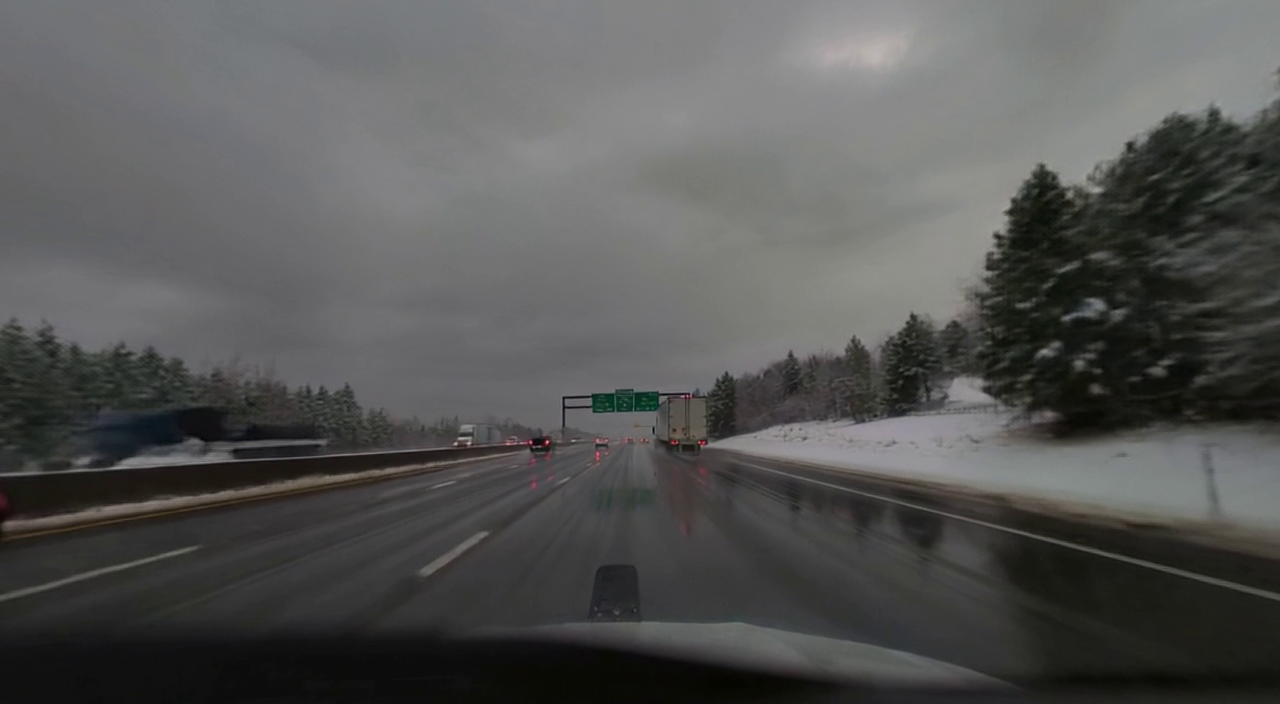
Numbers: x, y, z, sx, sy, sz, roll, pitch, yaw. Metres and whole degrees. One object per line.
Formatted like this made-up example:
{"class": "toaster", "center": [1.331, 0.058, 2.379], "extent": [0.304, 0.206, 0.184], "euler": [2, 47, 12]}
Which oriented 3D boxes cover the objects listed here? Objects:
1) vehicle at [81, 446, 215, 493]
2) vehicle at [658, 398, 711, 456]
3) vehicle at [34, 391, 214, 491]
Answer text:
{"class": "vehicle", "center": [-18.404, 4.382, 23.834], "extent": [1.904, 1.528, 3.893], "euler": [0, -8, -1]}
{"class": "vehicle", "center": [3.059, 5.633, 46.906], "extent": [2.760, 3.710, 12.230], "euler": [0, -7, -1]}
{"class": "vehicle", "center": [-23.175, 4.032, 28.852], "extent": [3.013, 4.037, 6.006], "euler": [0, -8, -1]}
